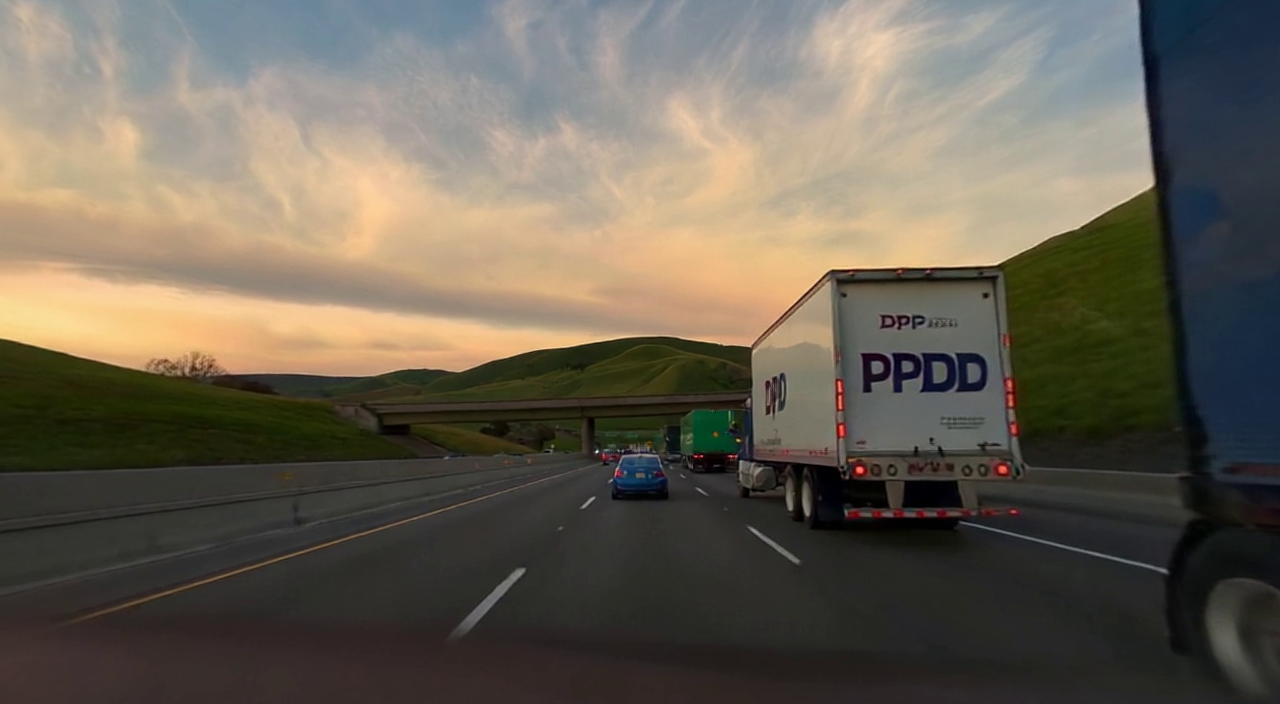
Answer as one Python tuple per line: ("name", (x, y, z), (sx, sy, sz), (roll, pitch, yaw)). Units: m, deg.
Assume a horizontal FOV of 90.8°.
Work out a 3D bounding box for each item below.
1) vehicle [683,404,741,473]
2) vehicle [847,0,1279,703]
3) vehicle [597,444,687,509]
("vehicle", (4.569, 5.785, 41.777), (2.801, 4.039, 8.684), (0, -9, 0))
("vehicle", (4.135, 0.028, 3.972), (2.802, 3.956, 8.291), (0, -9, 0))
("vehicle", (0.046, 3.114, 16.150), (2.029, 1.437, 3.794), (0, -9, 0))
